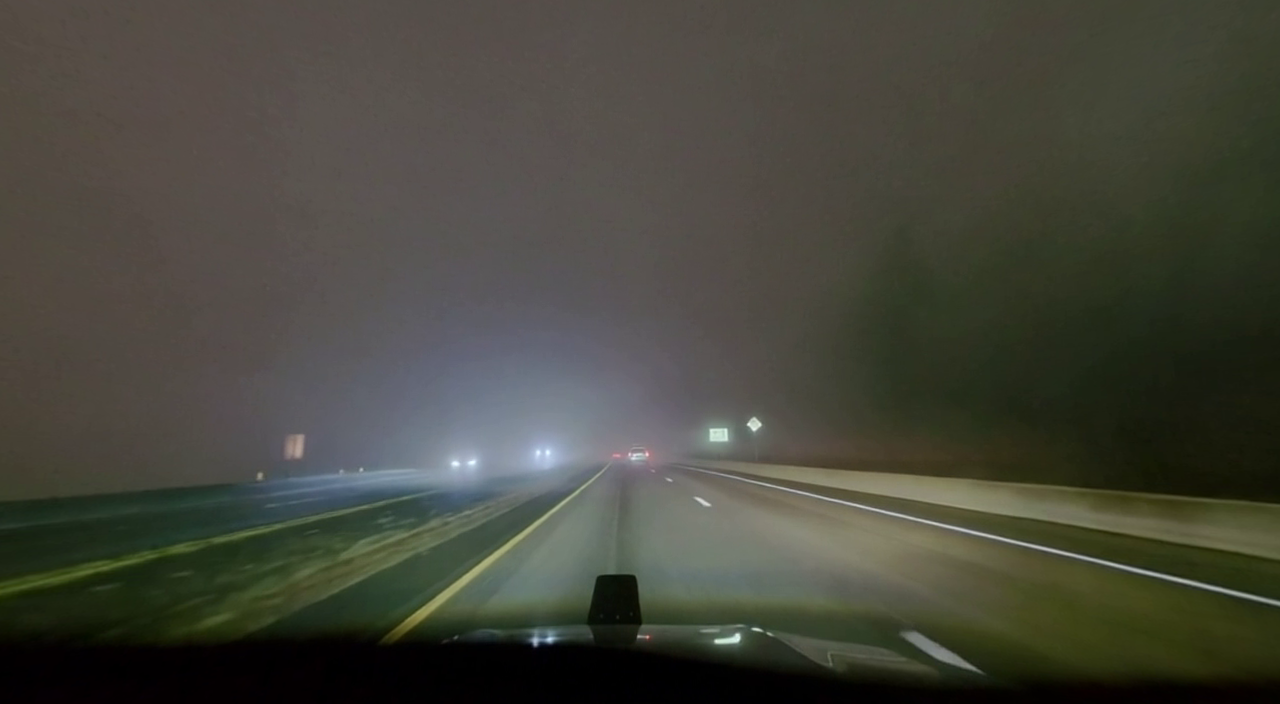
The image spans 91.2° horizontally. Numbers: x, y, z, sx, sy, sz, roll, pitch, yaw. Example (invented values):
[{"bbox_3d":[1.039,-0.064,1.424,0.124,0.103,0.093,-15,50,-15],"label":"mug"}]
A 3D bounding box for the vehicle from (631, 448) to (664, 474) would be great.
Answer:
[{"bbox_3d":[0.459,7.483,43.369,2.160,1.691,4.243,0,-9,-1],"label":"vehicle"}]
